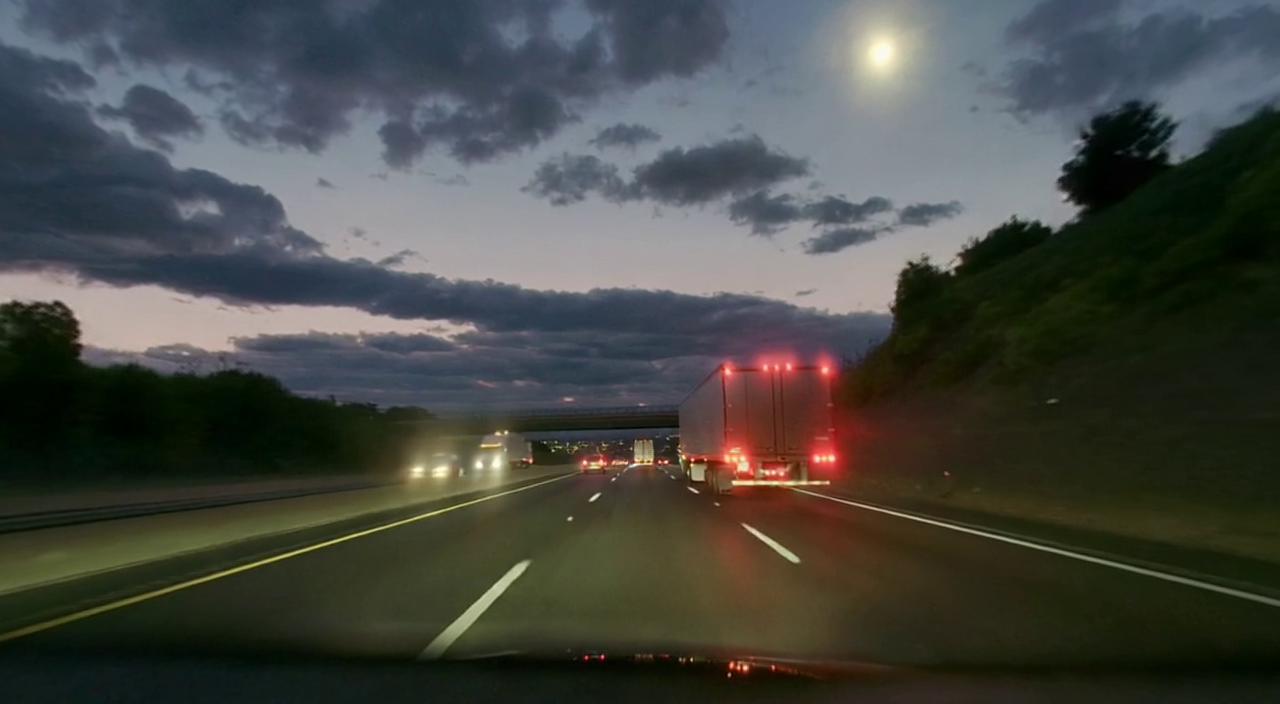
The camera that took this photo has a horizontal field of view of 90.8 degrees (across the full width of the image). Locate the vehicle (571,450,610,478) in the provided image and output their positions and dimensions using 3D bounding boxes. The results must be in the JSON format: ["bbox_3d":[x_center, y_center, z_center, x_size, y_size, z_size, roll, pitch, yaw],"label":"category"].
[{"bbox_3d":[-2.972,6.807,38.595,2.007,1.647,3.854,0,-9,1],"label":"vehicle"}]

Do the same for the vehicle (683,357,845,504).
[{"bbox_3d":[3.955,3.423,25.716,3.131,4.037,16.729,0,-9,0],"label":"vehicle"}]

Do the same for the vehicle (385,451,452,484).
[{"bbox_3d":[-11.860,6.183,34.142,1.921,1.647,4.470,0,-9,1],"label":"vehicle"}]
